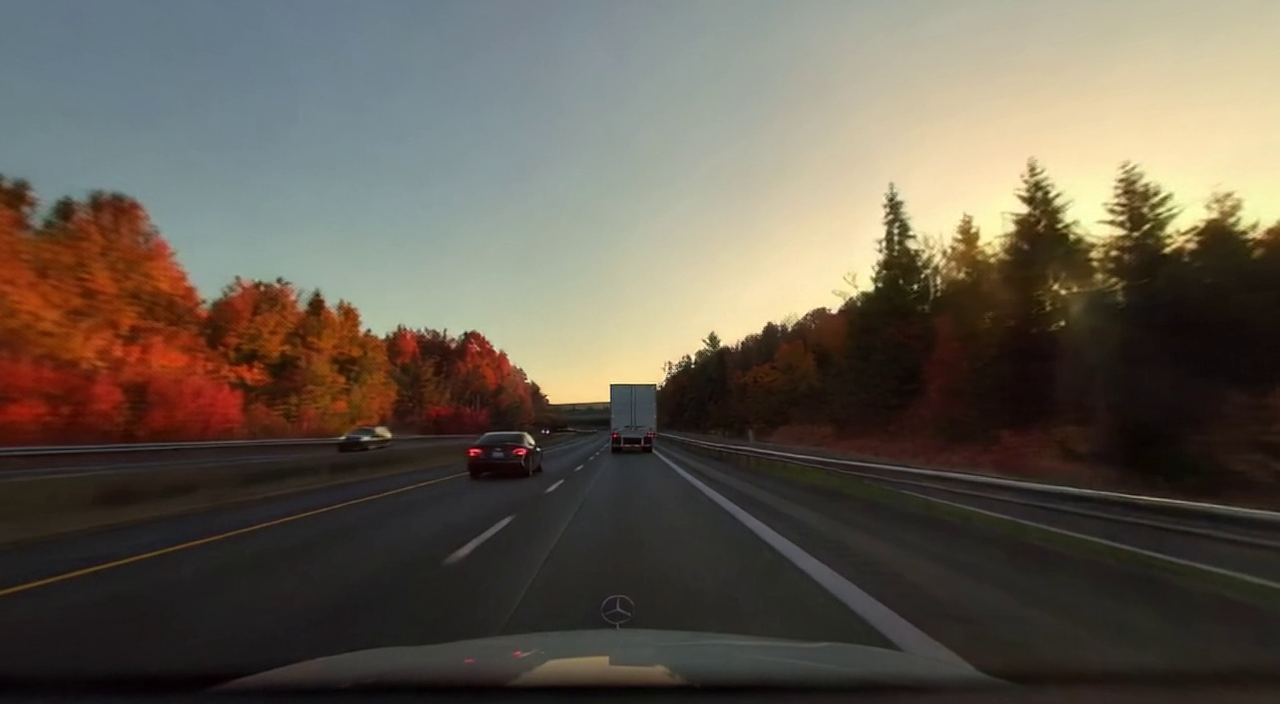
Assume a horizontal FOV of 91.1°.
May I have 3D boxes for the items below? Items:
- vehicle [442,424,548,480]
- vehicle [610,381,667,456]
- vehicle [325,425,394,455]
[{"bbox_3d":[-4.253,3.006,19.230,2.217,1.495,4.245,0,-8,0],"label":"vehicle"},{"bbox_3d":[-0.325,4.331,39.503,3.013,4.016,11.496,0,-8,-2],"label":"vehicle"},{"bbox_3d":[-15.424,4.838,34.782,1.852,1.549,4.211,0,-8,0],"label":"vehicle"}]
